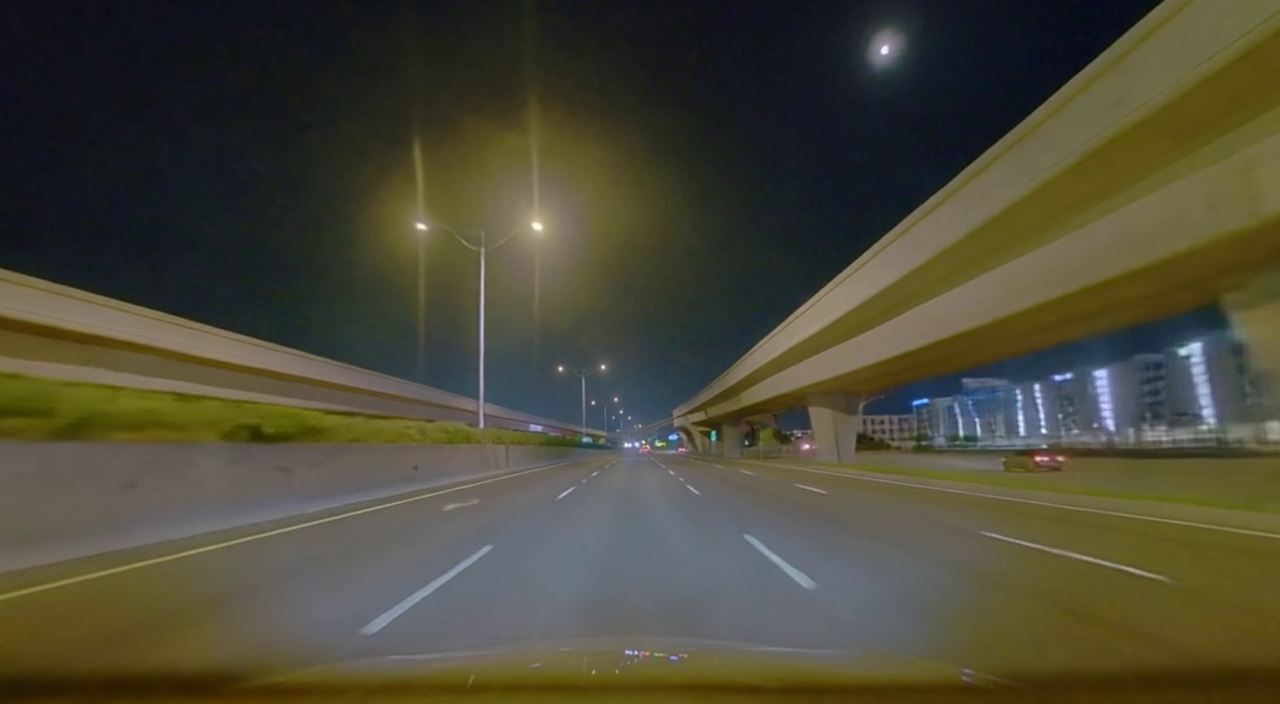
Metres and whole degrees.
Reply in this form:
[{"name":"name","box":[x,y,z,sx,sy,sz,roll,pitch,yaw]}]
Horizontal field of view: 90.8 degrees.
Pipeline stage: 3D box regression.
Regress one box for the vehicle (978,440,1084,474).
[{"name":"vehicle","box":[18.266,4.900,29.824,2.059,1.457,4.537,0,-8,-1]}]
